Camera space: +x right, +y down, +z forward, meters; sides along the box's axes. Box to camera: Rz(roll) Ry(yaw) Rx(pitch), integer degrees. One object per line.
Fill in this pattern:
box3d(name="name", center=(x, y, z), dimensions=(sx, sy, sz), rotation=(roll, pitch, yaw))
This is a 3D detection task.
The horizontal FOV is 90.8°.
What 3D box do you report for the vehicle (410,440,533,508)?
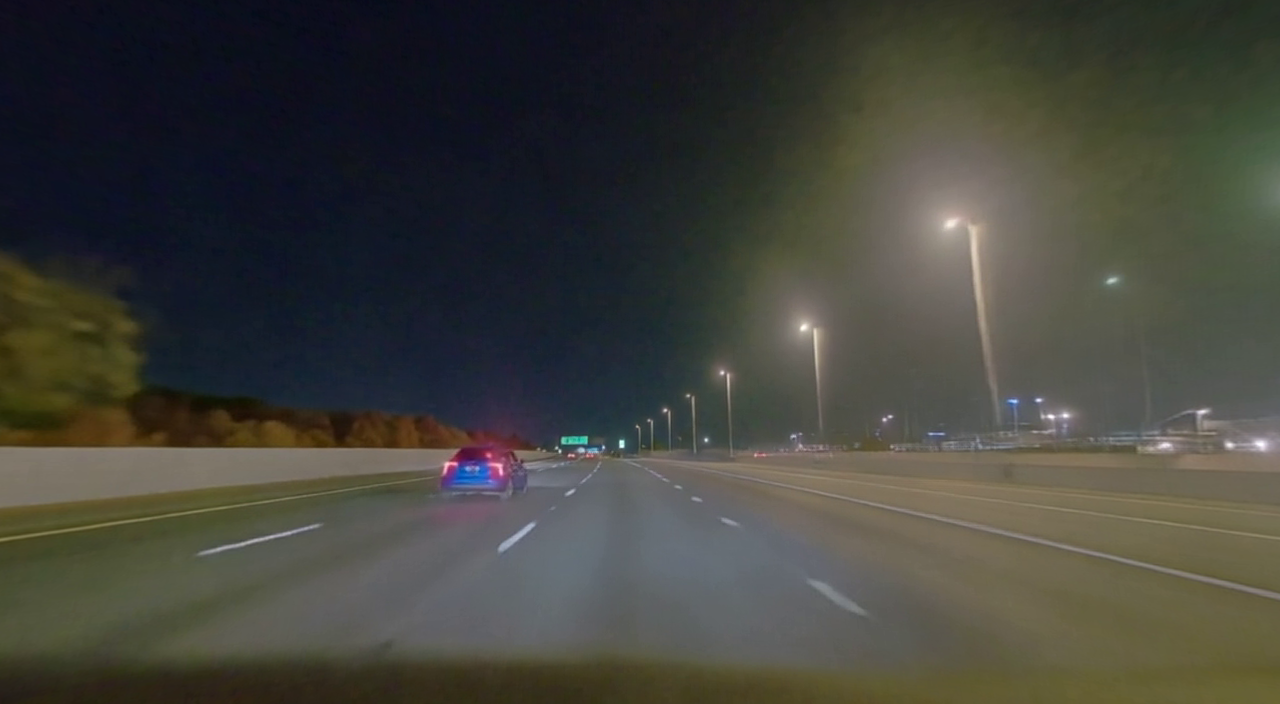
box3d(name="vehicle", center=(-4.164, 3.078, 16.416), dimensions=(2.050, 1.507, 4.316), rotation=(0, -9, -1))
